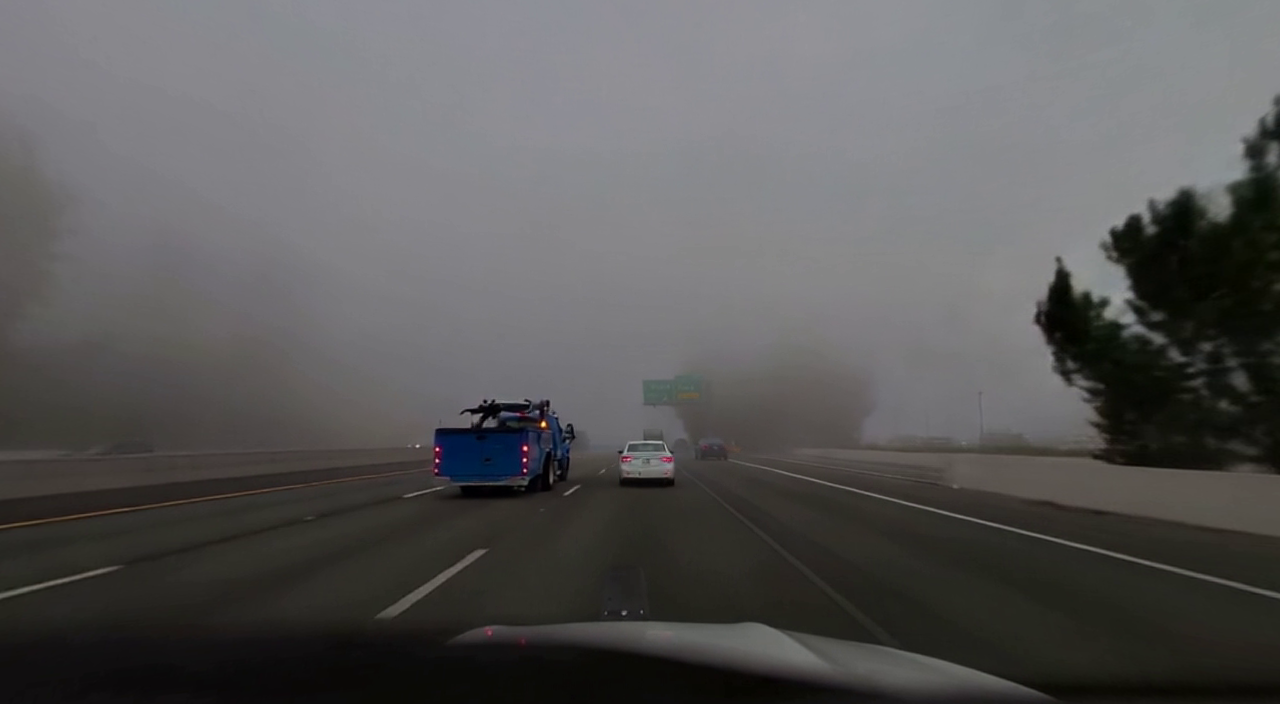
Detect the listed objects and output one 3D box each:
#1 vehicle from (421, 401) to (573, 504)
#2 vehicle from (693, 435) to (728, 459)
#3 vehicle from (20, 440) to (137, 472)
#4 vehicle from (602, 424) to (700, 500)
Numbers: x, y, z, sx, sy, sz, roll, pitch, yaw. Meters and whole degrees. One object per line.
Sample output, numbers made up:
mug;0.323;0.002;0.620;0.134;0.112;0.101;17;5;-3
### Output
vehicle;-3.305;2.516;16.024;2.526;2.146;5.594;0;-8;0
vehicle;5.175;7.054;46.750;2.079;1.656;4.506;0;-8;0
vehicle;-28.100;5.193;31.637;1.868;1.492;4.301;0;-8;1
vehicle;0.256;2.768;16.177;2.165;1.653;4.456;0;-8;0
